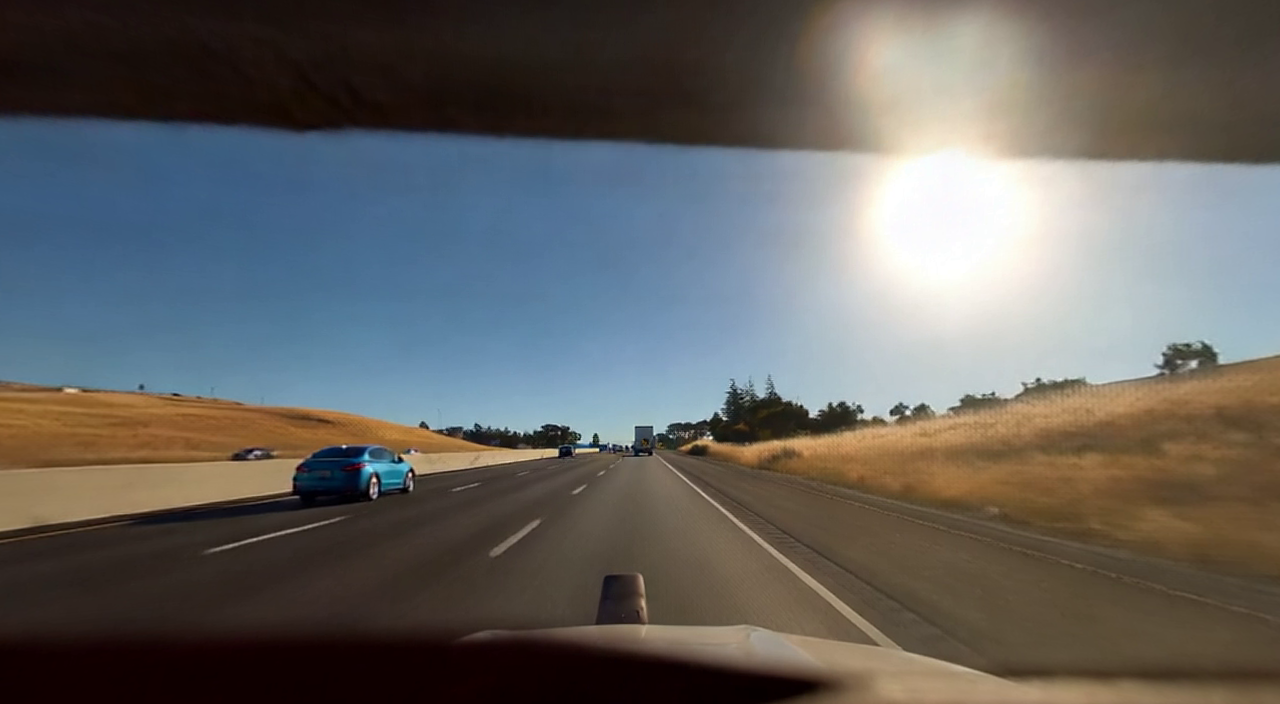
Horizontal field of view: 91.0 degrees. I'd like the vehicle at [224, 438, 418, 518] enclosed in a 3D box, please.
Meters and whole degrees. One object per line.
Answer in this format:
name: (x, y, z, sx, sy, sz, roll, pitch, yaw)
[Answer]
vehicle: (-7.104, 2.826, 14.744, 2.096, 1.541, 4.610, 0, -8, 0)
